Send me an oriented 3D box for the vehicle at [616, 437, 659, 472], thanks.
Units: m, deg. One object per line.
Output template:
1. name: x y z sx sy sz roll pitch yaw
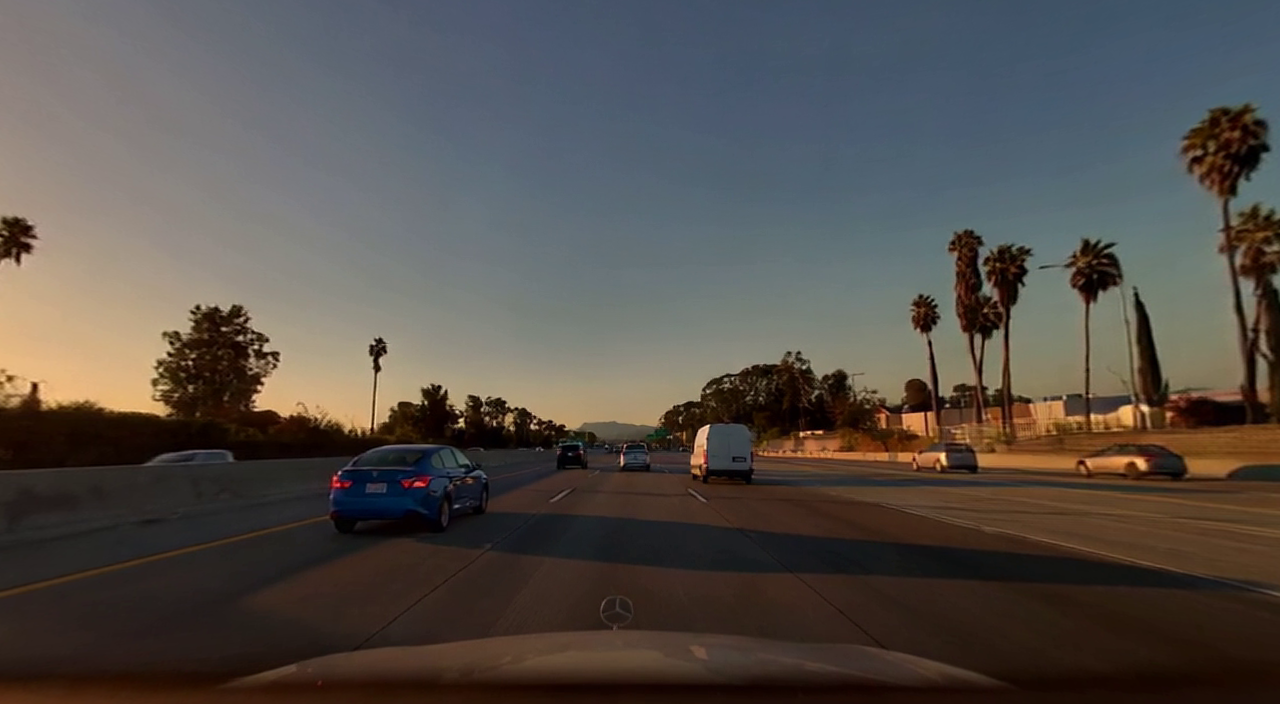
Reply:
1. vehicle: -0.145 5.602 34.679 2.212 1.786 4.198 0 -9 -1

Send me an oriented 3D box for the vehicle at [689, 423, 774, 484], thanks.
1. vehicle: 3.381 3.926 24.669 2.250 2.074 5.723 0 -9 -2

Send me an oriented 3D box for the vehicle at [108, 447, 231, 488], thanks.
1. vehicle: -20.897 5.126 28.345 1.990 1.679 4.512 0 -9 0

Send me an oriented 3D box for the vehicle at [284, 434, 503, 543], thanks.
1. vehicle: -3.853 2.205 10.872 1.991 1.469 4.381 0 -9 0

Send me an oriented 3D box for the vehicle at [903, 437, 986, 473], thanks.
1. vehicle: 15.749 5.357 33.010 2.010 1.721 4.871 0 -9 2

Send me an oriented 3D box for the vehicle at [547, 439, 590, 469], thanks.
1. vehicle: -4.438 6.408 39.883 2.109 1.793 4.613 0 -9 0

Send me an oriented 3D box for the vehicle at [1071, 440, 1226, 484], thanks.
1. vehicle: 18.868 4.098 23.825 2.020 1.483 4.779 0 -9 2
